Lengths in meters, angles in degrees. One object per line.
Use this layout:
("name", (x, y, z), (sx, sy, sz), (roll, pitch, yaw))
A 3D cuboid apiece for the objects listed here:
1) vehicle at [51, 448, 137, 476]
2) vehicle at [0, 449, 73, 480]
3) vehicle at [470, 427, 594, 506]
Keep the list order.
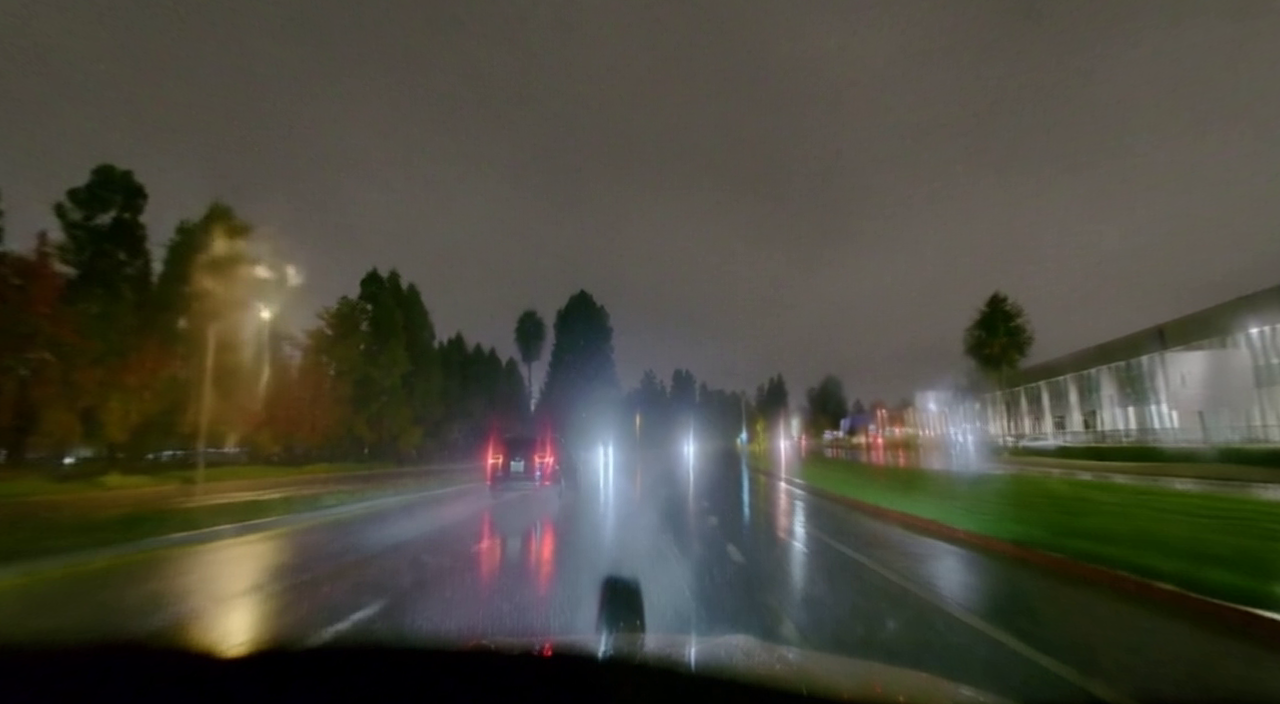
("vehicle", (-42.846, 8.619, 49.670), (4.782, 2.077, 2.264), (-1, -9, 5))
("vehicle", (-43.058, 7.838, 44.080), (5.067, 2.065, 2.236), (-2, -9, 8))
("vehicle", (-2.560, 2.872, 16.196), (2.121, 1.724, 4.392), (-1, -9, 4))
